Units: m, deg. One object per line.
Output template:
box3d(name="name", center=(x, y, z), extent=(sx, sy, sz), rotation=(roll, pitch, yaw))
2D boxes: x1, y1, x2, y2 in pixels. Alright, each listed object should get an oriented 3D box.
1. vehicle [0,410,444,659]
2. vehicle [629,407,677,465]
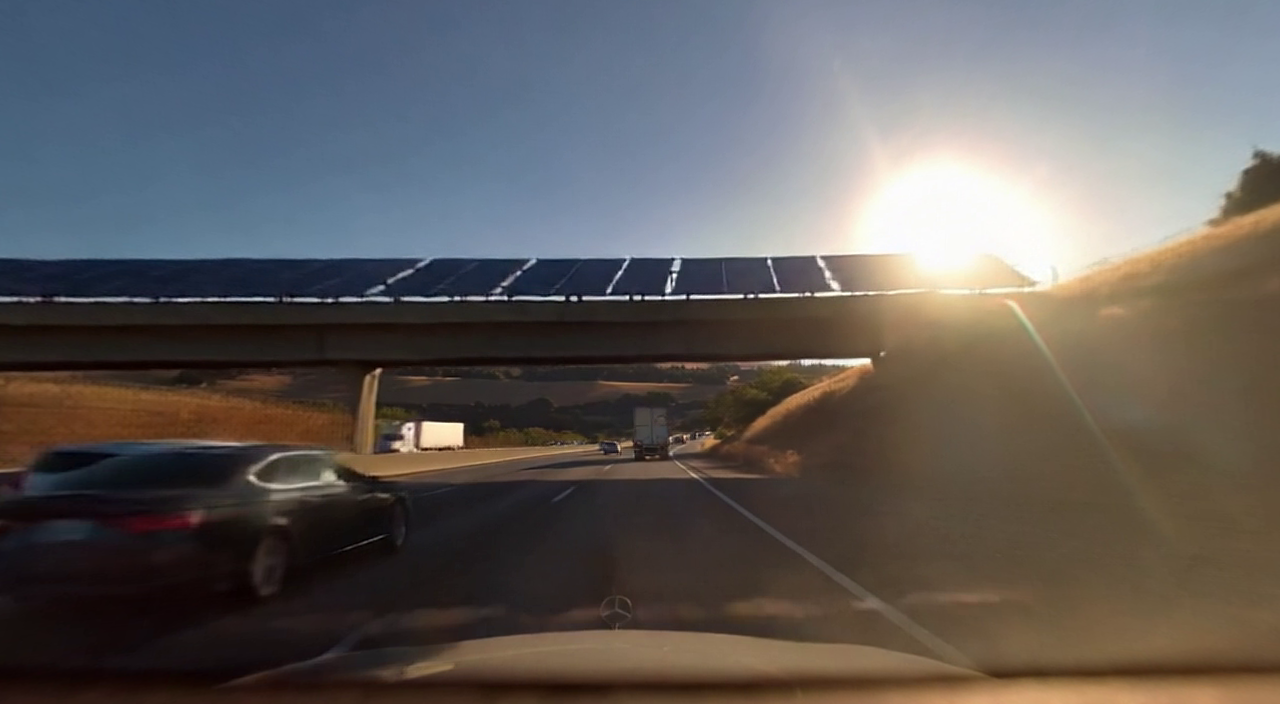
box3d(name="vehicle", center=(-3.668, 1.490, 6.258), extent=(2.066, 1.581, 4.268), rotation=(0, -8, 0))
box3d(name="vehicle", center=(0.850, 5.972, 44.419), extent=(2.967, 3.633, 10.015), rotation=(0, -8, 0))
